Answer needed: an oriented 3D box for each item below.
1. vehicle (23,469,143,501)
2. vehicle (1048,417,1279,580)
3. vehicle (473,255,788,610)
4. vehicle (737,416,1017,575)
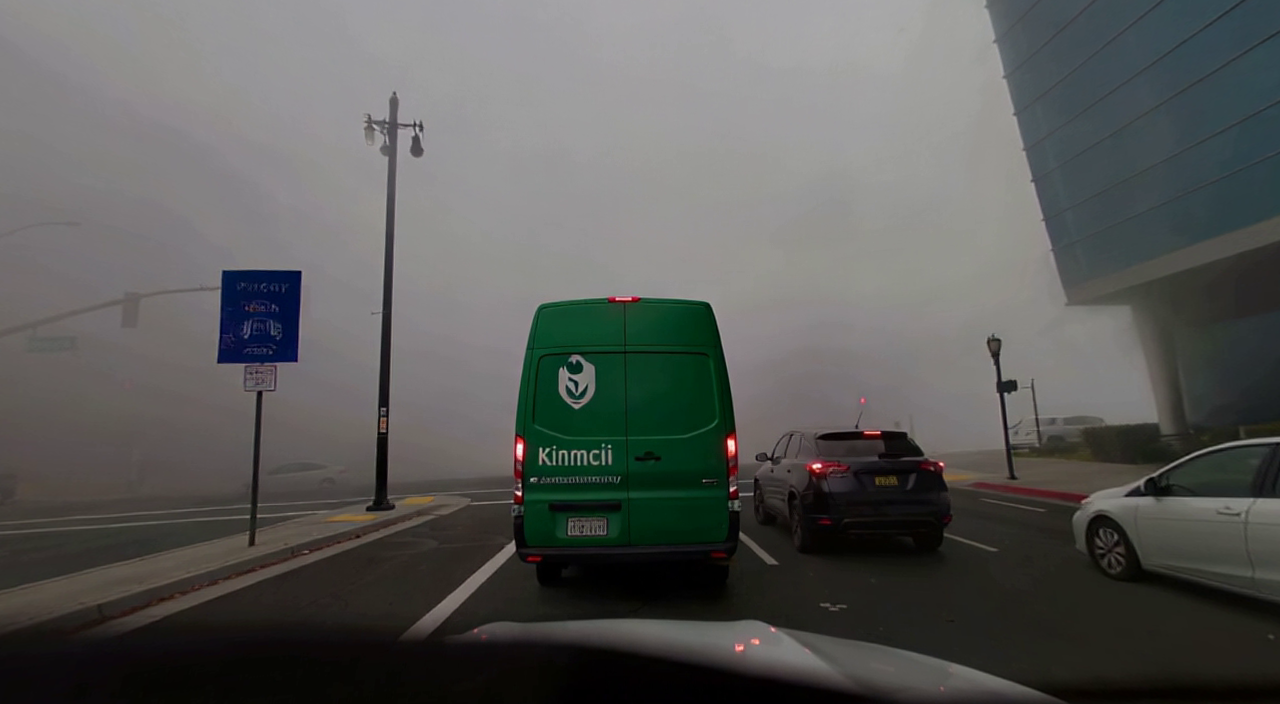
[{"bbox_3d":[-31.104,7.434,35.405,4.806,1.652,1.869,0,-8,-2],"label":"vehicle"},{"bbox_3d":[7.527,1.587,7.016,1.963,1.669,4.678,3,-9,-20],"label":"vehicle"},{"bbox_3d":[-0.044,1.175,9.077,2.613,3.035,7.342,0,-8,1],"label":"vehicle"},{"bbox_3d":[2.878,1.864,9.052,2.183,1.676,4.506,0,-8,-1],"label":"vehicle"}]
